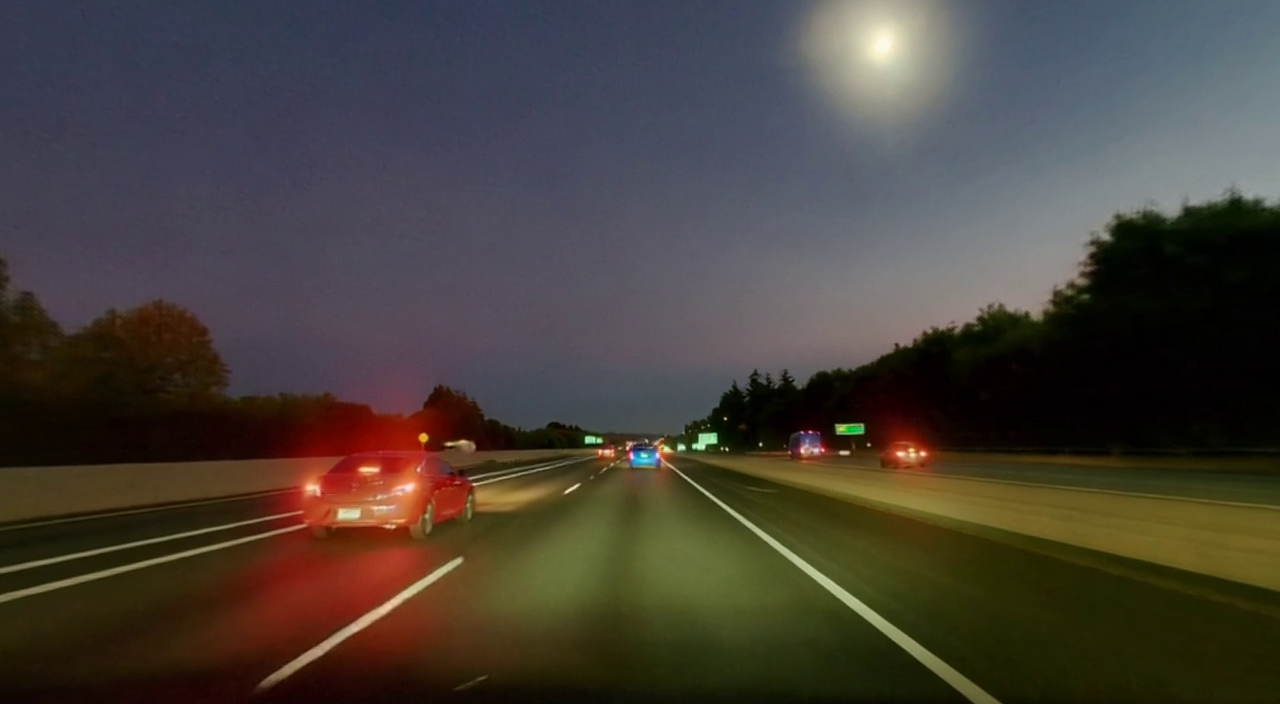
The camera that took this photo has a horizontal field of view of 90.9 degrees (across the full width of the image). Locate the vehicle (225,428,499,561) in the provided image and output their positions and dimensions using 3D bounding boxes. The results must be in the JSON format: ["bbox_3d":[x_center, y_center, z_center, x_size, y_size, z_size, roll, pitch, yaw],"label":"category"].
[{"bbox_3d":[-3.600,1.921,9.208,2.062,1.474,4.151,0,-9,0],"label":"vehicle"}]

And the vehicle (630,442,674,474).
[{"bbox_3d":[0.558,5.131,30.599,2.002,1.449,3.612,0,-9,0],"label":"vehicle"}]
